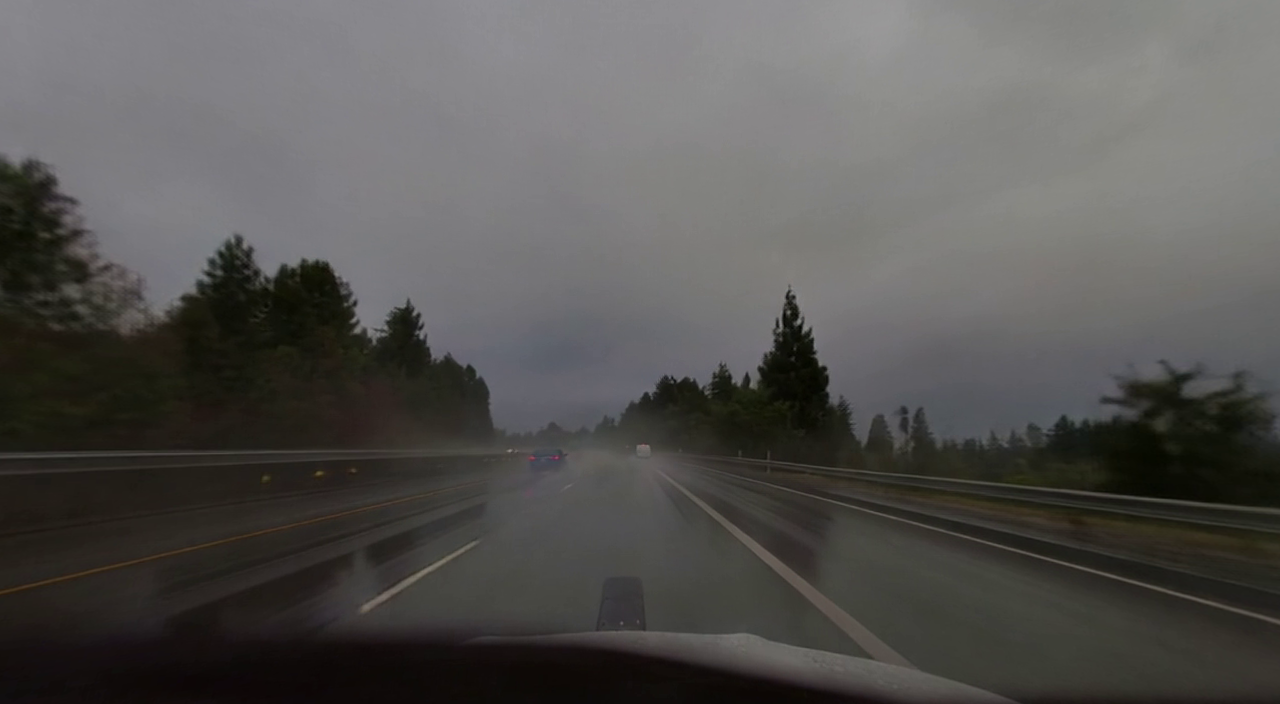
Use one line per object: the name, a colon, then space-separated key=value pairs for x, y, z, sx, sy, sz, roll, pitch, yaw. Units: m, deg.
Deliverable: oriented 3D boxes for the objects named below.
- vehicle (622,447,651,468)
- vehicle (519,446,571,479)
vehicle: x=-0.300 y=7.838 z=47.127 sx=2.031 sy=1.483 sz=3.417 roll=0 pitch=-9 yaw=-3
vehicle: x=-4.651 y=5.470 z=31.527 sx=1.957 sy=1.499 sz=4.965 roll=0 pitch=-9 yaw=-1
